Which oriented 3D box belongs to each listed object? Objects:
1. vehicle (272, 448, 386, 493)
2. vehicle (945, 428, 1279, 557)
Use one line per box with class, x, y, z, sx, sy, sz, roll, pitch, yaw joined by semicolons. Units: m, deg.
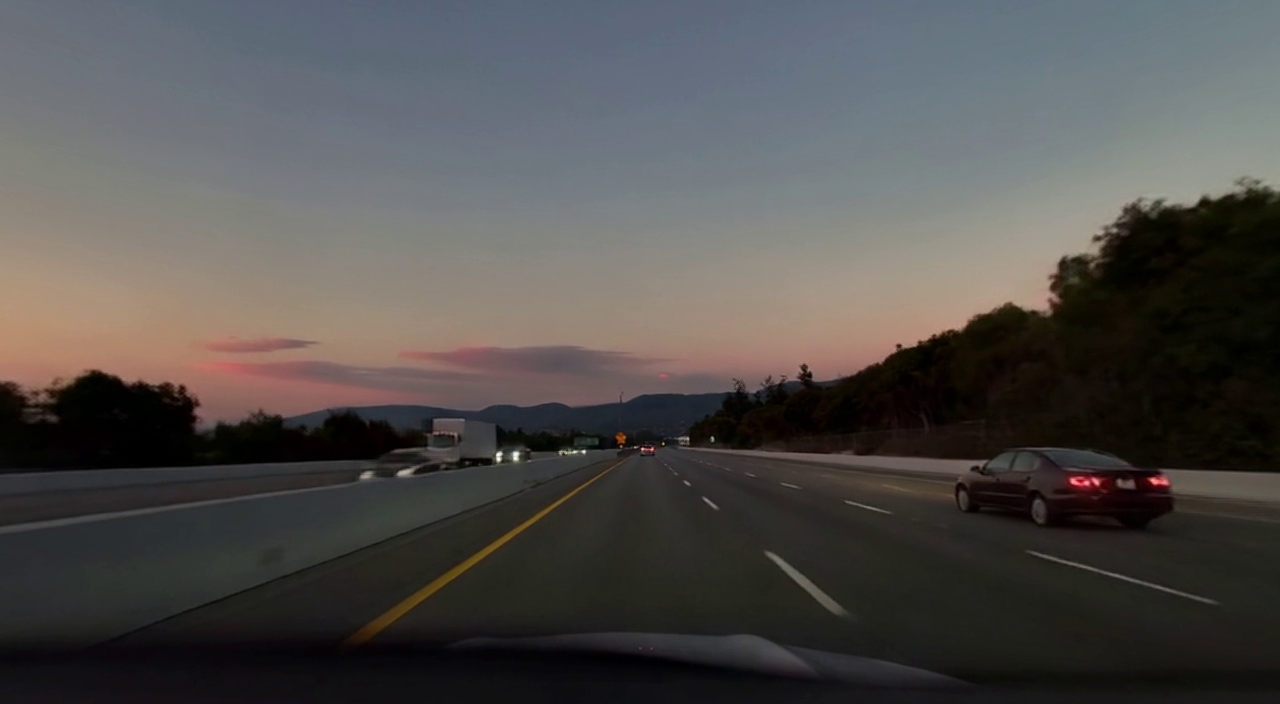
vehicle;-11.517;4.394;23.764;1.959;1.480;4.361;-1;-8;2
vehicle;7.168;2.047;10.085;2.093;1.525;4.865;0;-8;0
